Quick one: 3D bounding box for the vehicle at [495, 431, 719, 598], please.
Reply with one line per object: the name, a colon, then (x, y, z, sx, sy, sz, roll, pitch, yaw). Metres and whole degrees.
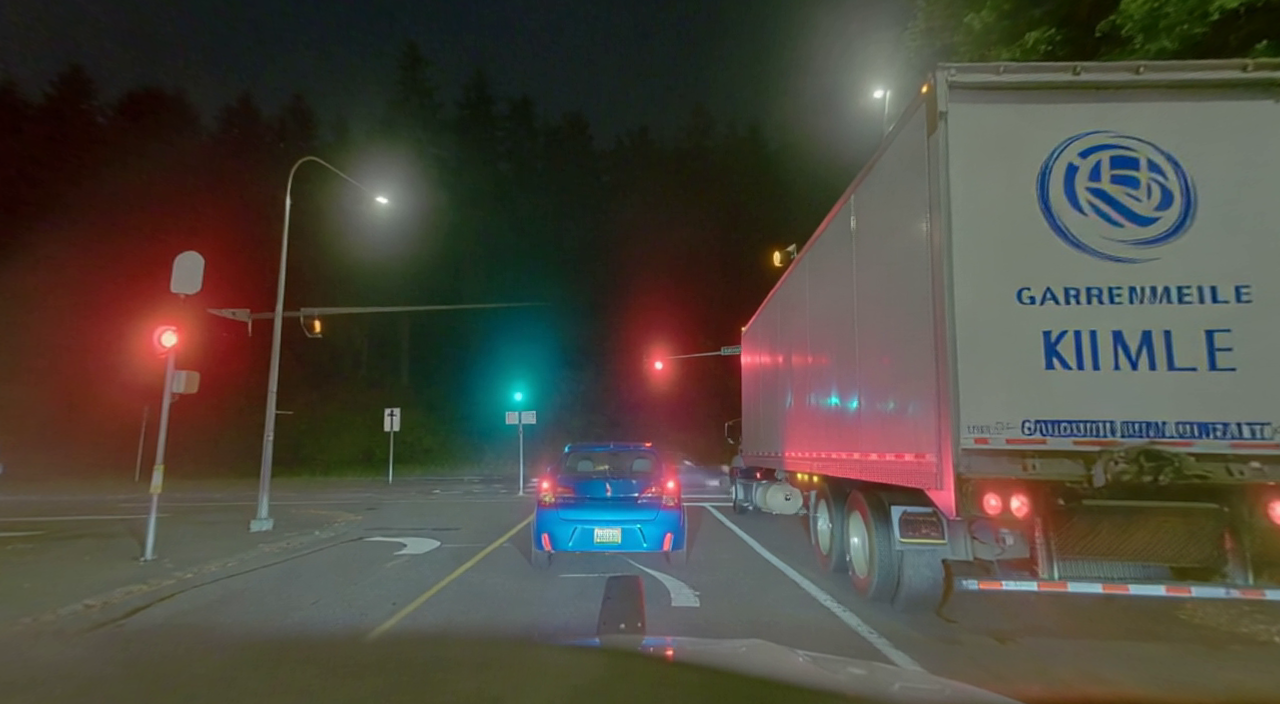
vehicle: (-0.327, 1.715, 7.425, 1.975, 1.457, 3.526, 0, -9, -1)

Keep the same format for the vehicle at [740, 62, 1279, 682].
vehicle: (3.514, 0.732, 8.621, 2.884, 3.753, 9.763, 0, -9, 1)
